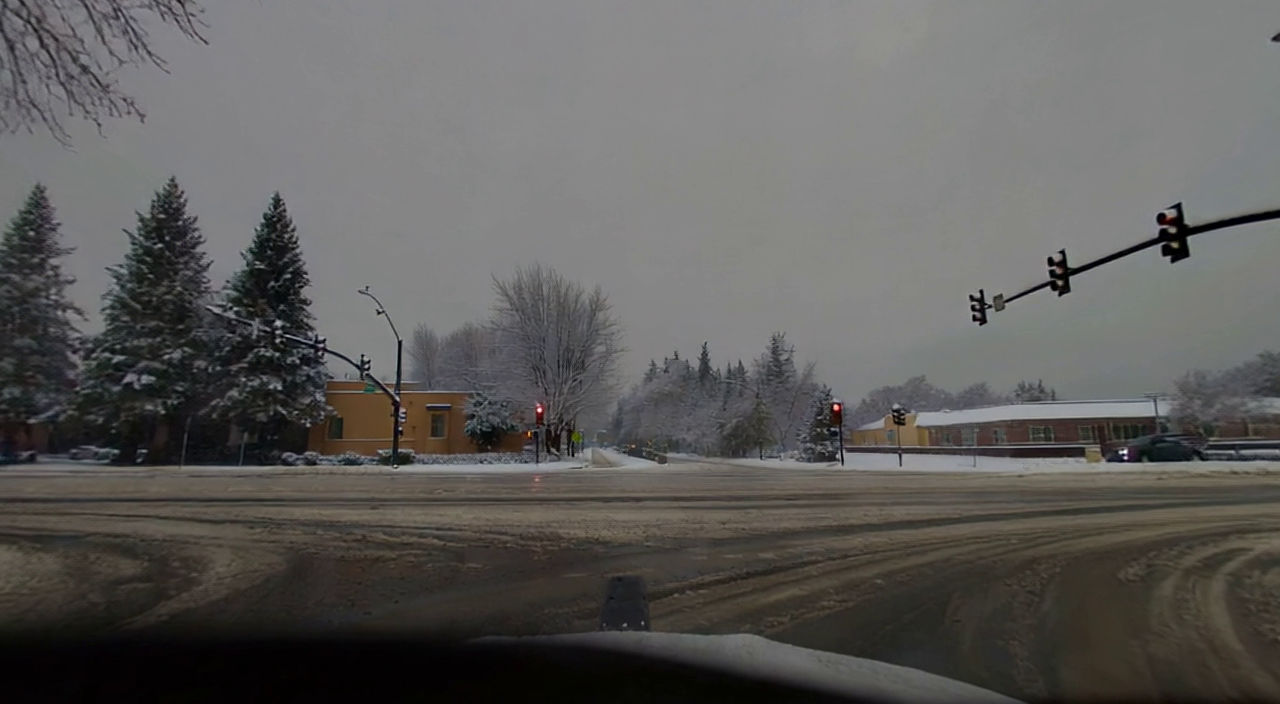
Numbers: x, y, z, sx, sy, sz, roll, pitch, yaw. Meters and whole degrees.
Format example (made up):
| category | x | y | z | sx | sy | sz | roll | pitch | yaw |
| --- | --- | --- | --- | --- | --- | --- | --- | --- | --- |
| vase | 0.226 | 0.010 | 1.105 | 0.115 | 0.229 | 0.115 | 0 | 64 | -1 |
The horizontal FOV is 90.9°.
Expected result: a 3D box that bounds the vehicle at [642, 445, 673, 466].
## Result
| category | x | y | z | sx | sy | sz | roll | pitch | yaw |
| --- | --- | --- | --- | --- | --- | --- | --- | --- | --- |
| vehicle | 1.257 | 7.620 | 46.461 | 2.132 | 1.449 | 4.235 | 0 | -9 | 0 |
